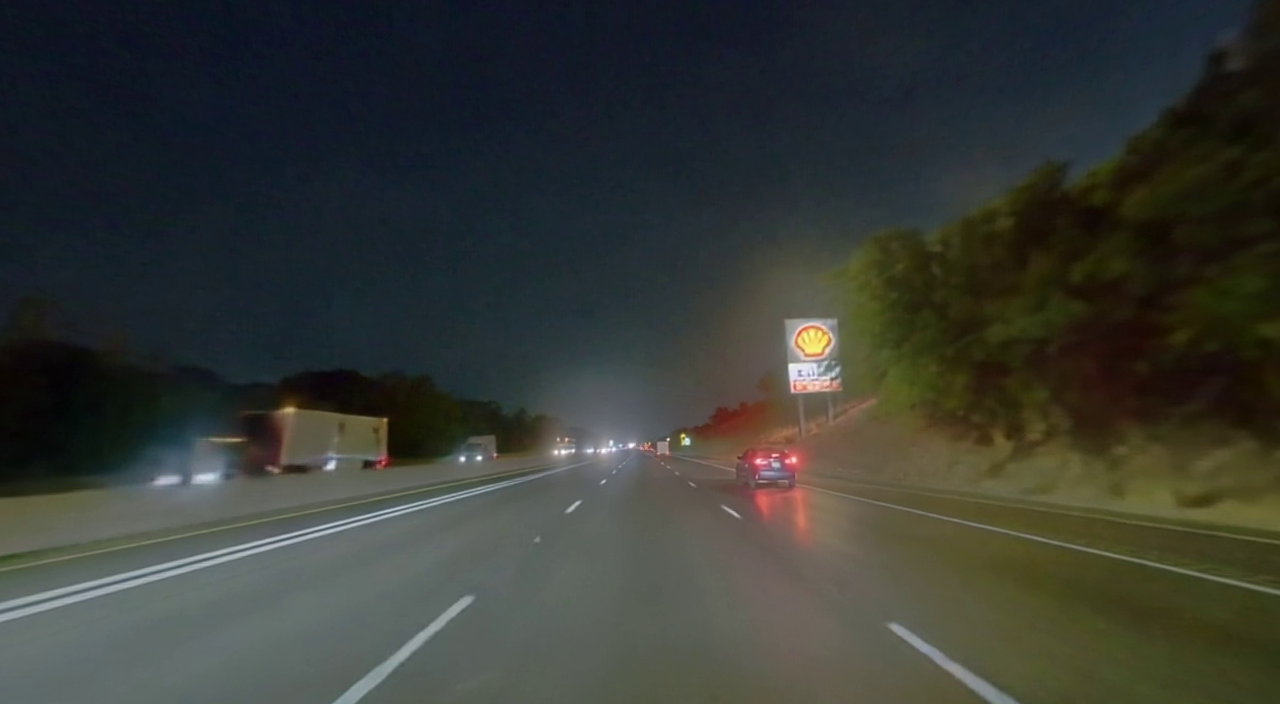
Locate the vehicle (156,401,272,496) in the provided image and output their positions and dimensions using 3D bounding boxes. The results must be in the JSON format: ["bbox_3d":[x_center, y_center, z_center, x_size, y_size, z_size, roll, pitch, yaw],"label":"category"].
[{"bbox_3d":[-19.209,4.365,28.667,2.999,4.006,2.848,0,-9,0],"label":"vehicle"}]

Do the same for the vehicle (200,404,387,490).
[{"bbox_3d":[-19.256,5.597,37.018,2.888,4.058,14.195,0,-9,0],"label":"vehicle"}]

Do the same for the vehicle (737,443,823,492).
[{"bbox_3d":[4.617,3.861,21.422,1.967,1.472,3.751,0,-9,-2],"label":"vehicle"}]
